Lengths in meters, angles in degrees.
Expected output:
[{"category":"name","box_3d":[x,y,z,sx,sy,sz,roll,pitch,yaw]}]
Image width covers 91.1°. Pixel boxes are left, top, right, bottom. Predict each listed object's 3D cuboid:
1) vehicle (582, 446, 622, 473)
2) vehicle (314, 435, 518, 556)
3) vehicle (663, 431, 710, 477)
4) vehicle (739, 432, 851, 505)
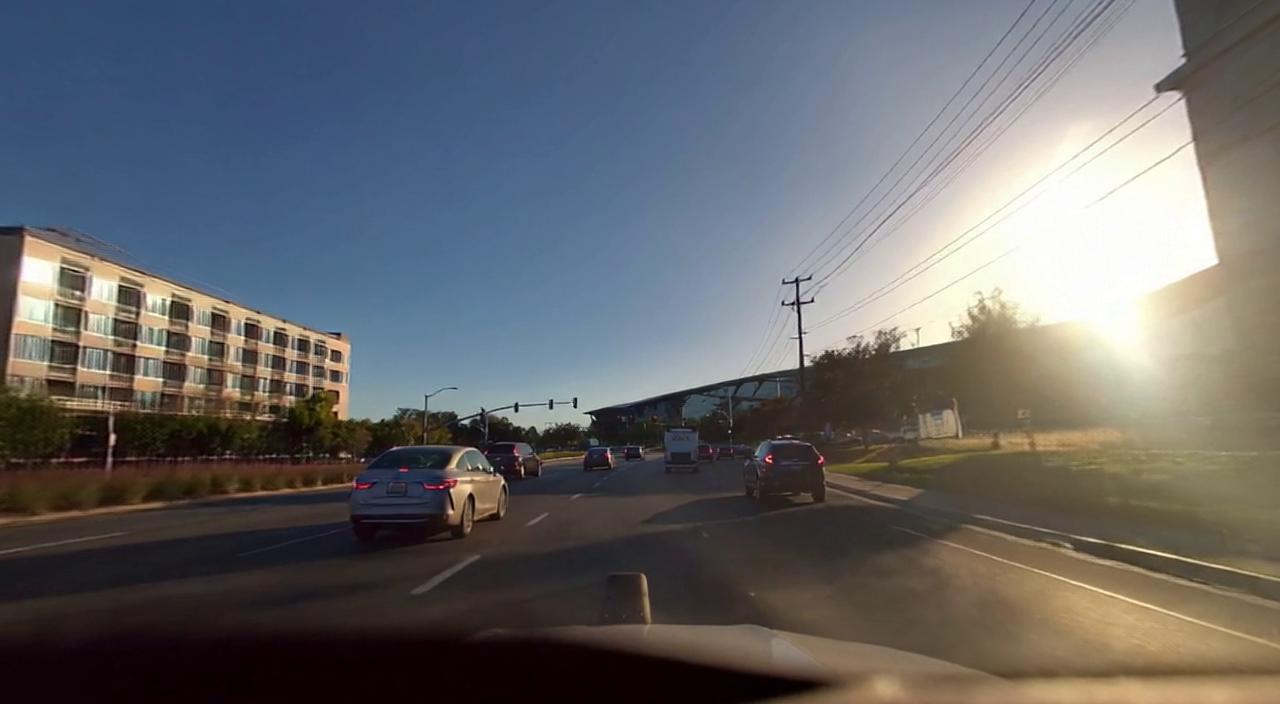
[{"category":"vehicle","box_3d":[-2.329,6.673,39.293,1.984,1.567,4.311,-1,-9,4]},{"category":"vehicle","box_3d":[-3.460,2.252,10.550,1.934,1.643,3.718,0,-9,2]},{"category":"vehicle","box_3d":[2.809,5.860,36.432,2.457,2.440,5.486,-1,-9,7]},{"category":"vehicle","box_3d":[4.497,3.444,19.033,2.283,1.923,4.427,0,-9,1]}]
